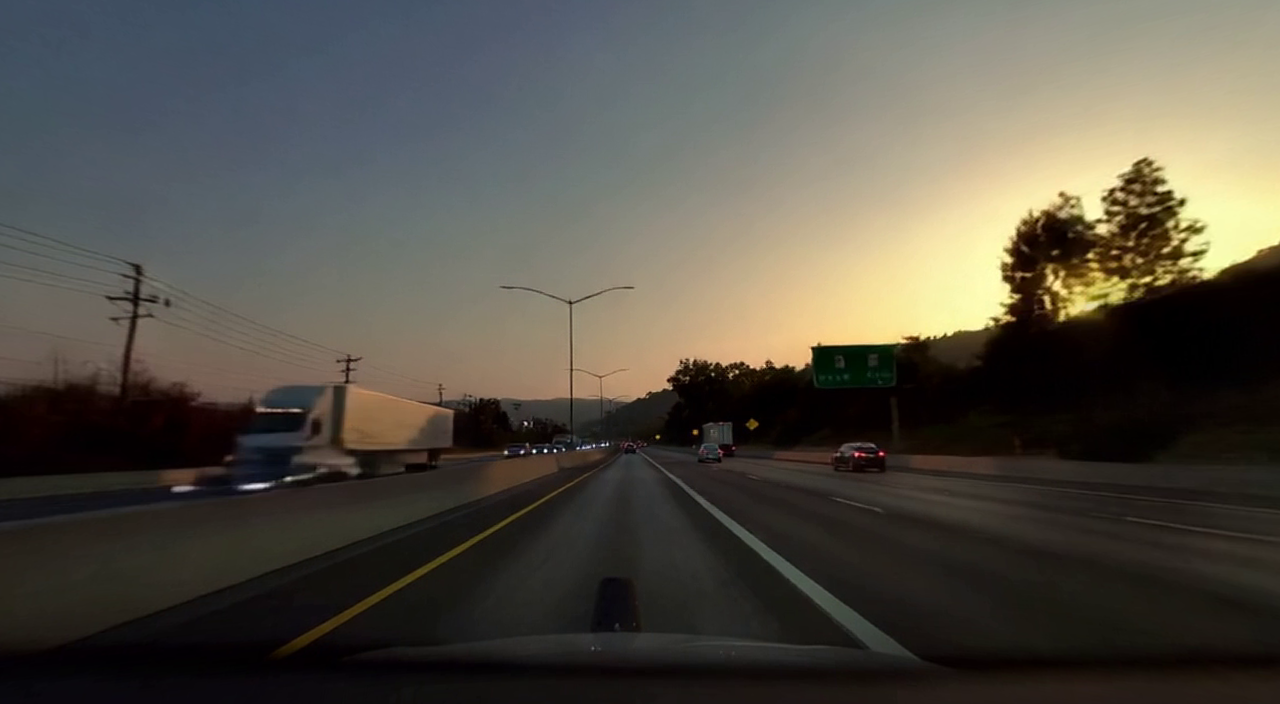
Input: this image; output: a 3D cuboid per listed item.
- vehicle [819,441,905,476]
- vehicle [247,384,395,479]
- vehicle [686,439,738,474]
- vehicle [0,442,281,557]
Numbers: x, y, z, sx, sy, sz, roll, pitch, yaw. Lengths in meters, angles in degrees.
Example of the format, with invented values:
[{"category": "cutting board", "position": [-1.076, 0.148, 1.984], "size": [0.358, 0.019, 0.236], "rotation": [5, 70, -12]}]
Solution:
[{"category": "vehicle", "position": [10.184, 4.922, 29.458], "size": [1.987, 1.502, 5.130], "rotation": [0, -9, -2]}, {"category": "vehicle", "position": [-15.250, 3.969, 31.106], "size": [3.221, 4.078, 7.386], "rotation": [0, -9, 1]}, {"category": "vehicle", "position": [3.579, 5.265, 31.983], "size": [2.018, 1.600, 4.121], "rotation": [0, -9, -2]}, {"category": "vehicle", "position": [-7.247, 2.097, 9.606], "size": [1.543, 1.401, 3.404], "rotation": [0, -9, 0]}]
